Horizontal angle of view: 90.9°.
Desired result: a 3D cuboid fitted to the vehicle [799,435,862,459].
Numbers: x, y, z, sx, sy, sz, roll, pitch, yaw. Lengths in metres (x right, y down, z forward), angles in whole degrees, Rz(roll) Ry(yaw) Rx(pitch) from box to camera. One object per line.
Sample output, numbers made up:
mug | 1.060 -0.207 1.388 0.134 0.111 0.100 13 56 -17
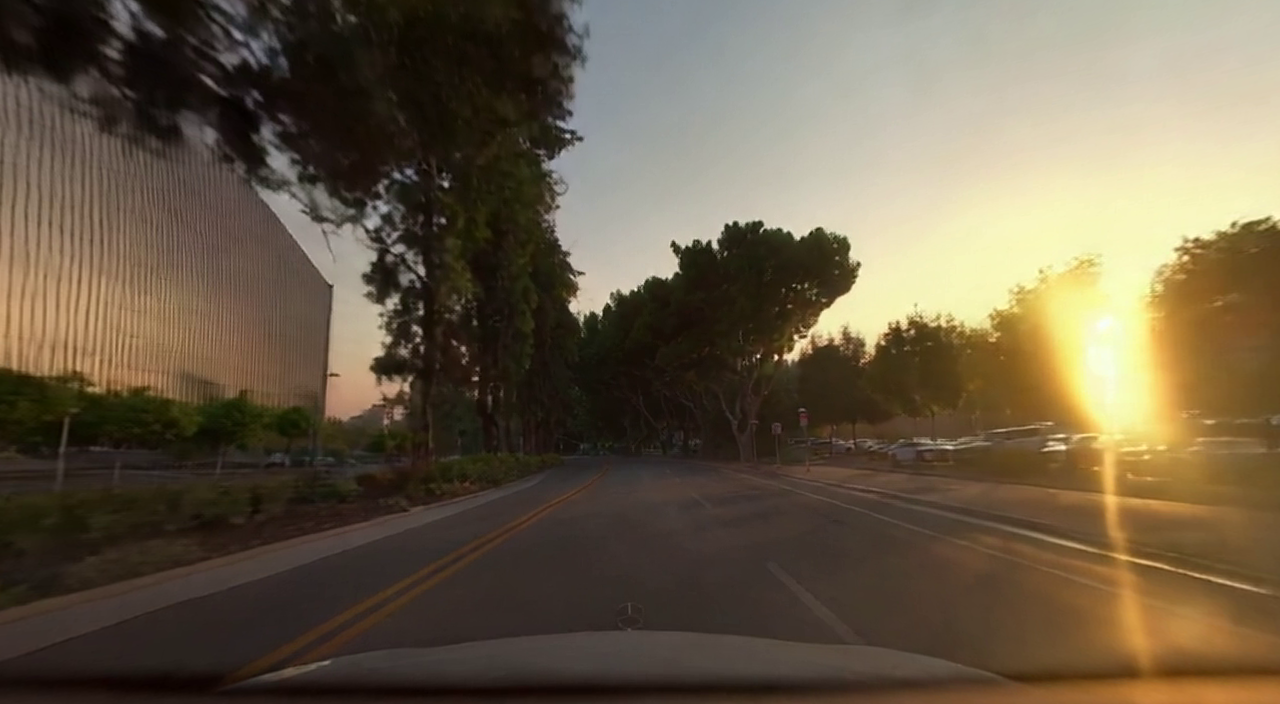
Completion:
vehicle | 14.619 7.282 48.399 4.105 1.705 1.995 0 -8 -9

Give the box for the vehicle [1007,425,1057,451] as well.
vehicle | 29.522 6.470 47.355 2.153 1.686 4.805 -10 -10 42

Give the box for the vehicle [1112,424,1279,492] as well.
vehicle | 15.569 2.780 16.791 4.198 1.552 2.087 -2 -9 0

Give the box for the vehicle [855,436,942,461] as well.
vehicle | 16.134 6.043 39.420 4.526 1.517 1.979 0 -9 -5
